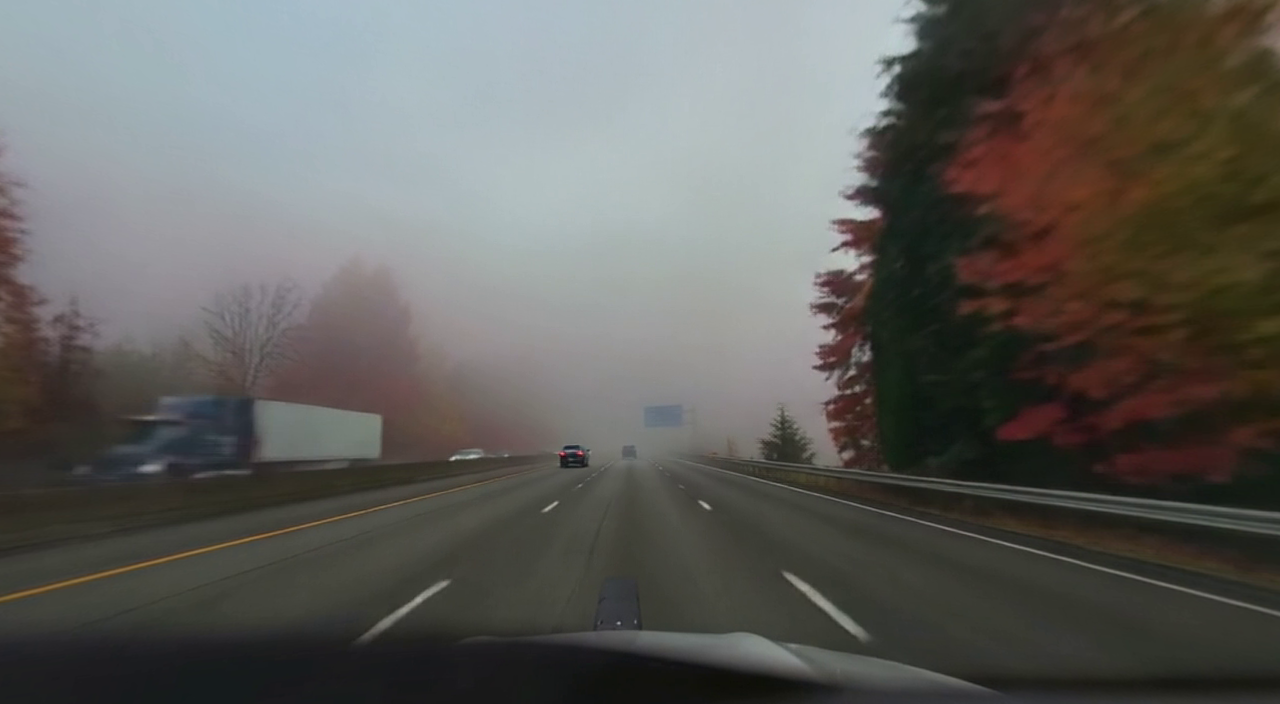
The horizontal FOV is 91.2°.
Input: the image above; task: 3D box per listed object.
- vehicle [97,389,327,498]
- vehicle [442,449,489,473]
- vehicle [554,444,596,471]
[{"bbox_3d":[-18.557,4.215,28.634,2.987,4.035,10.612,0,-9,0],"label":"vehicle"},{"bbox_3d":[-11.421,7.140,41.181,1.859,1.504,4.035,0,-9,1],"label":"vehicle"},{"bbox_3d":[-4.040,6.649,39.788,2.153,1.577,4.707,0,-9,0],"label":"vehicle"}]
